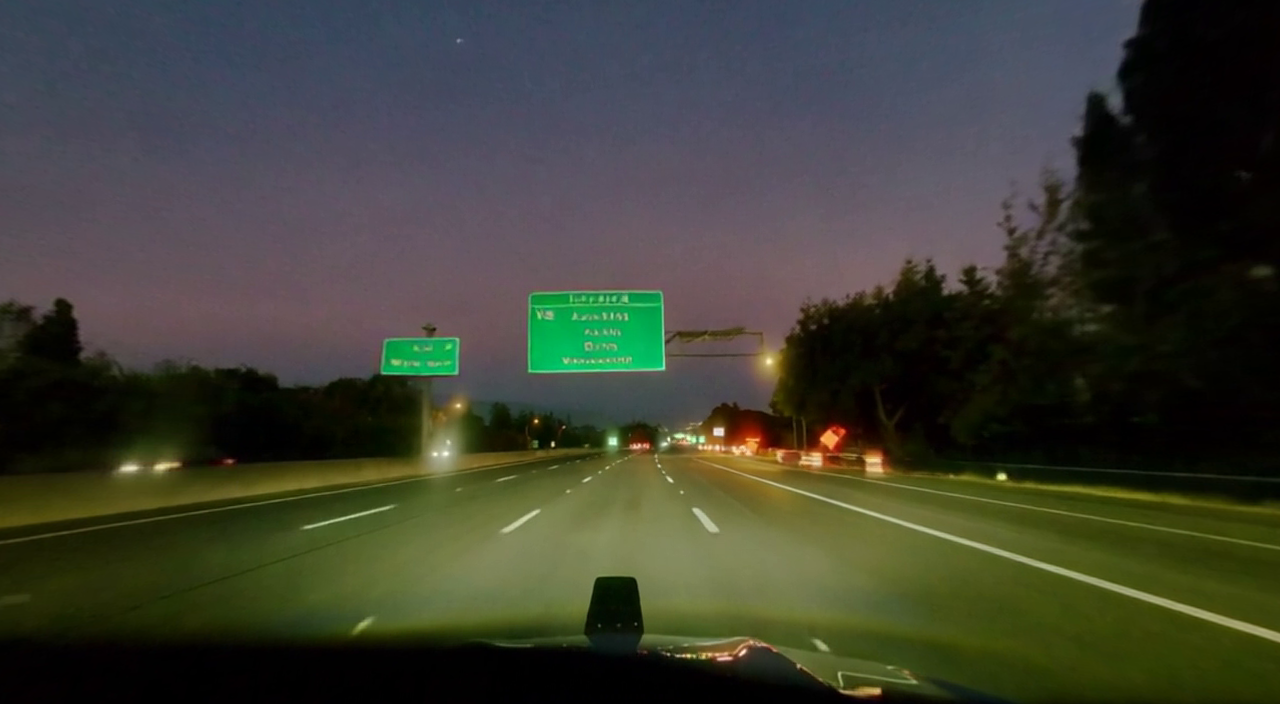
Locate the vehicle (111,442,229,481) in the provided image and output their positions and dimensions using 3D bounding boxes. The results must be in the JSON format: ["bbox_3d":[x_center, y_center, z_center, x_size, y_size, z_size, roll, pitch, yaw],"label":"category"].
[{"bbox_3d":[-23.224,5.411,31.419,2.095,1.759,4.794,0,-8,0],"label":"vehicle"}]
